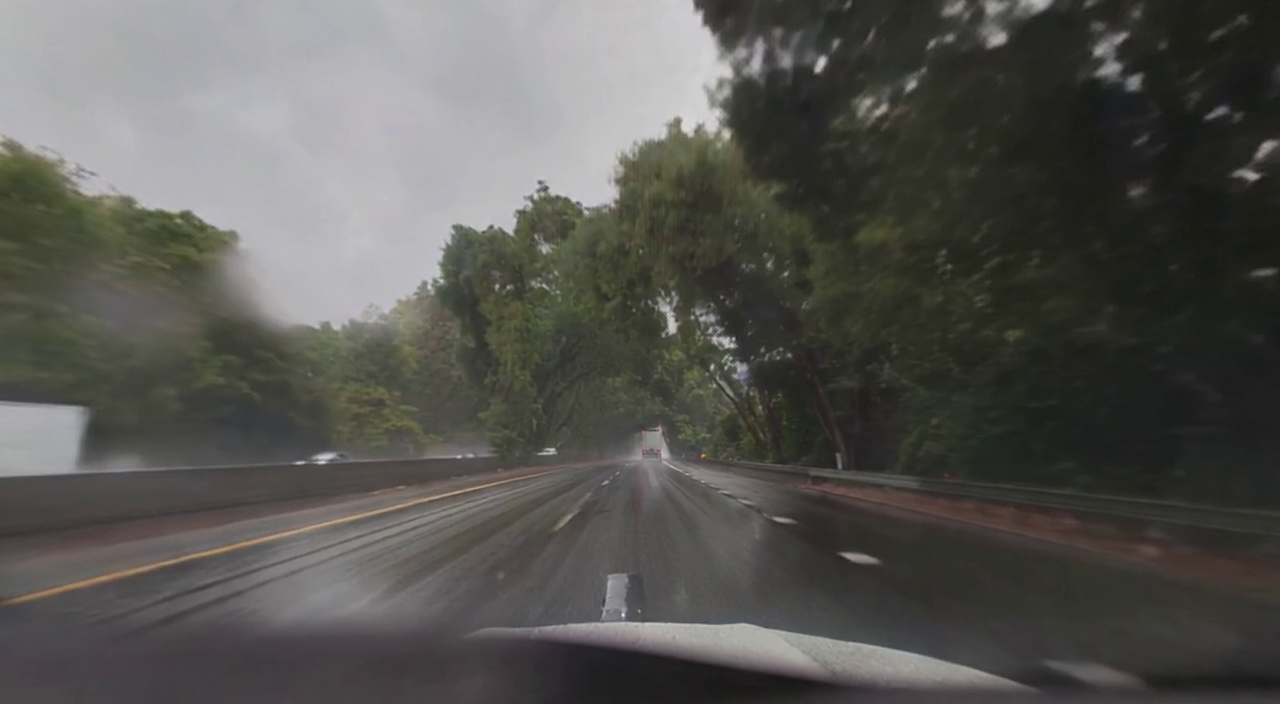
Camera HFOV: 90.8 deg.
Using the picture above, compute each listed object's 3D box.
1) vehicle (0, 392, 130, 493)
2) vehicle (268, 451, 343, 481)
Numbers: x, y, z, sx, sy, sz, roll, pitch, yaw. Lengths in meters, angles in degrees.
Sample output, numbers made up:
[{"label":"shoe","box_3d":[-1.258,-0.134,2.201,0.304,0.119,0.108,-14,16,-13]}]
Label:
[{"label":"vehicle","box_3d":[-24.613,3.410,23.539,2.753,3.628,9.928,-1,-9,1]},{"label":"vehicle","box_3d":[-20.516,6.996,38.930,2.265,1.716,4.219,-1,-9,0]}]
